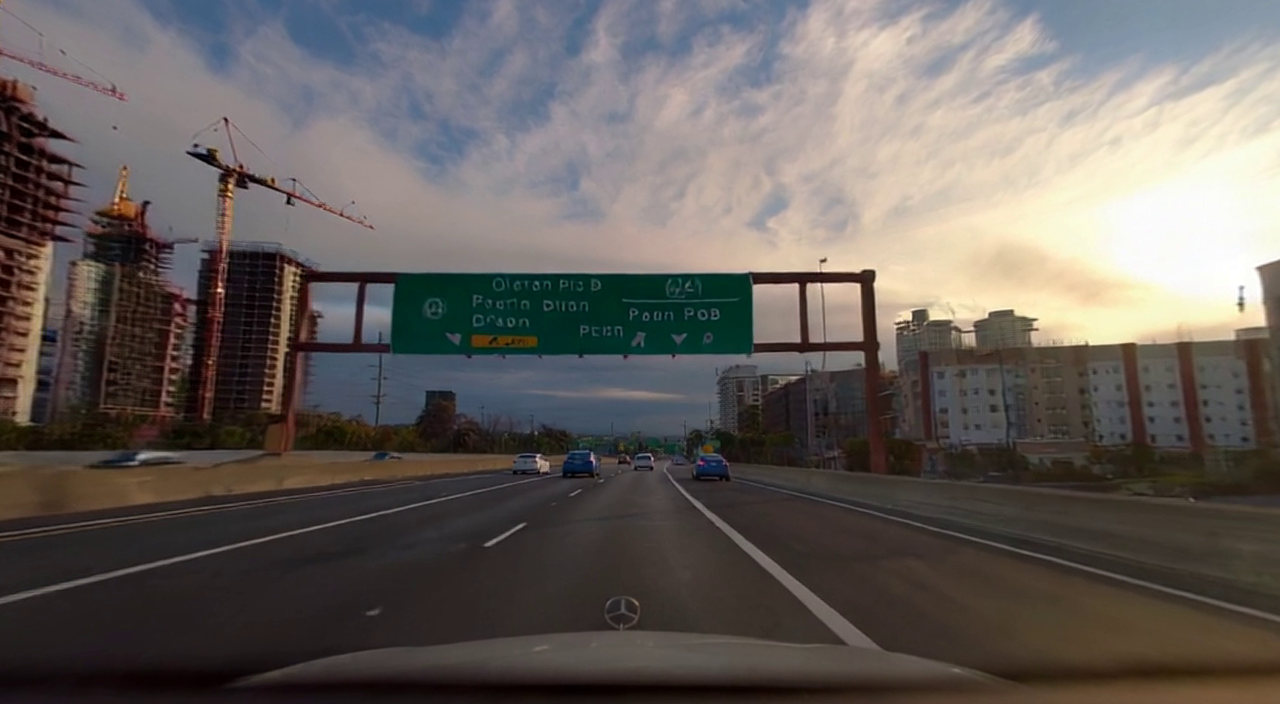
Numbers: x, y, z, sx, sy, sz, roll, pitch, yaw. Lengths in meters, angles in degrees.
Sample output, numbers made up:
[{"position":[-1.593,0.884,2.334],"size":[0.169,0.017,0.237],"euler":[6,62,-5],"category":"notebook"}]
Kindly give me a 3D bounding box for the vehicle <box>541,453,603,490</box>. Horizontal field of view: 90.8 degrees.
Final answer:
[{"position":[-2.930,5.315,28.403],"size":[2.136,1.512,4.488],"euler":[0,-9,2],"category":"vehicle"}]

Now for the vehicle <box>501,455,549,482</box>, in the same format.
[{"position":[-6.816,6.965,37.963],"size":[1.951,1.528,4.209],"euler":[0,-9,2],"category":"vehicle"}]

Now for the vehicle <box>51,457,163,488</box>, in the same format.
[{"position":[-27.121,6.143,32.373],"size":[1.798,1.446,4.409],"euler":[0,-9,1],"category":"vehicle"}]

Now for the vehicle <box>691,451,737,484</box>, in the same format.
[{"position":[3.844,6.113,33.599],"size":[1.978,1.602,4.092],"euler":[0,-9,1],"category":"vehicle"}]
